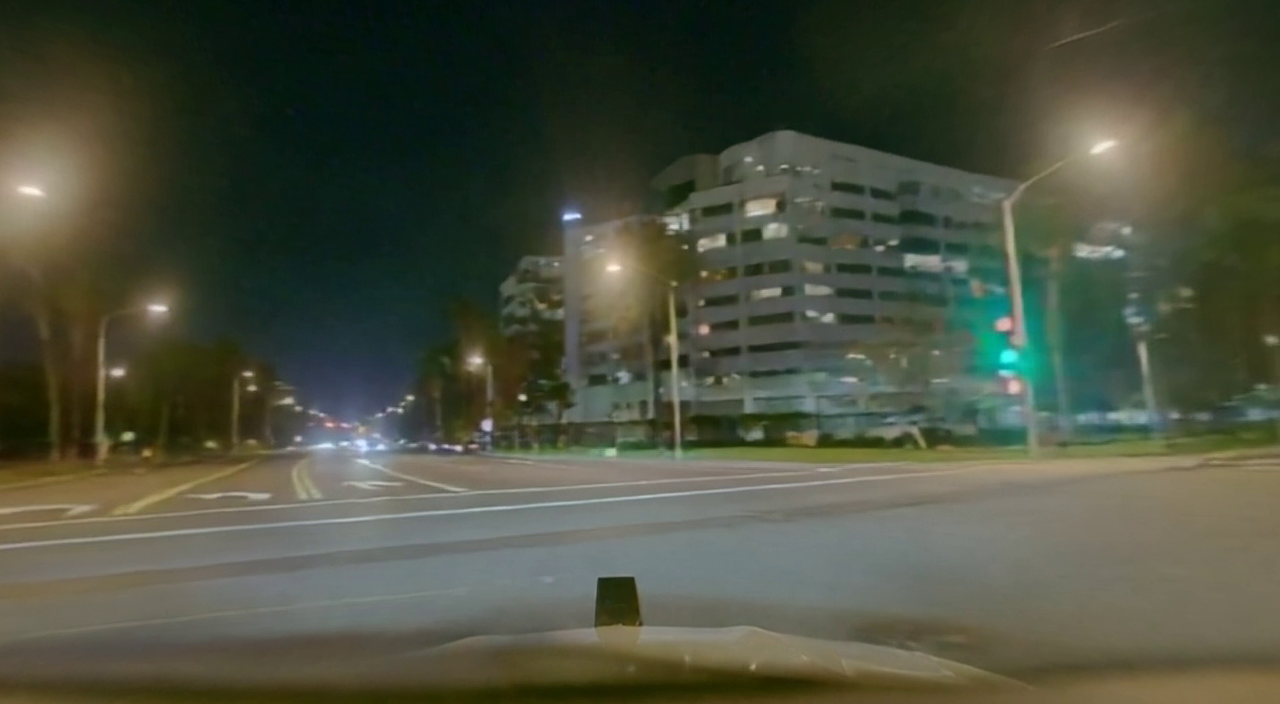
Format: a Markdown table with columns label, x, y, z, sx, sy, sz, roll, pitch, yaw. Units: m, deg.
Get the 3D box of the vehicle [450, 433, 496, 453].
| label | x | y | z | sx | sy | sz | roll | pitch | yaw |
| --- | --- | --- | --- | --- | --- | --- | --- | --- | --- |
| vehicle | -13.189 | 7.196 | 49.641 | 1.870 | 1.456 | 4.605 | 6 | -11 | -35 |
